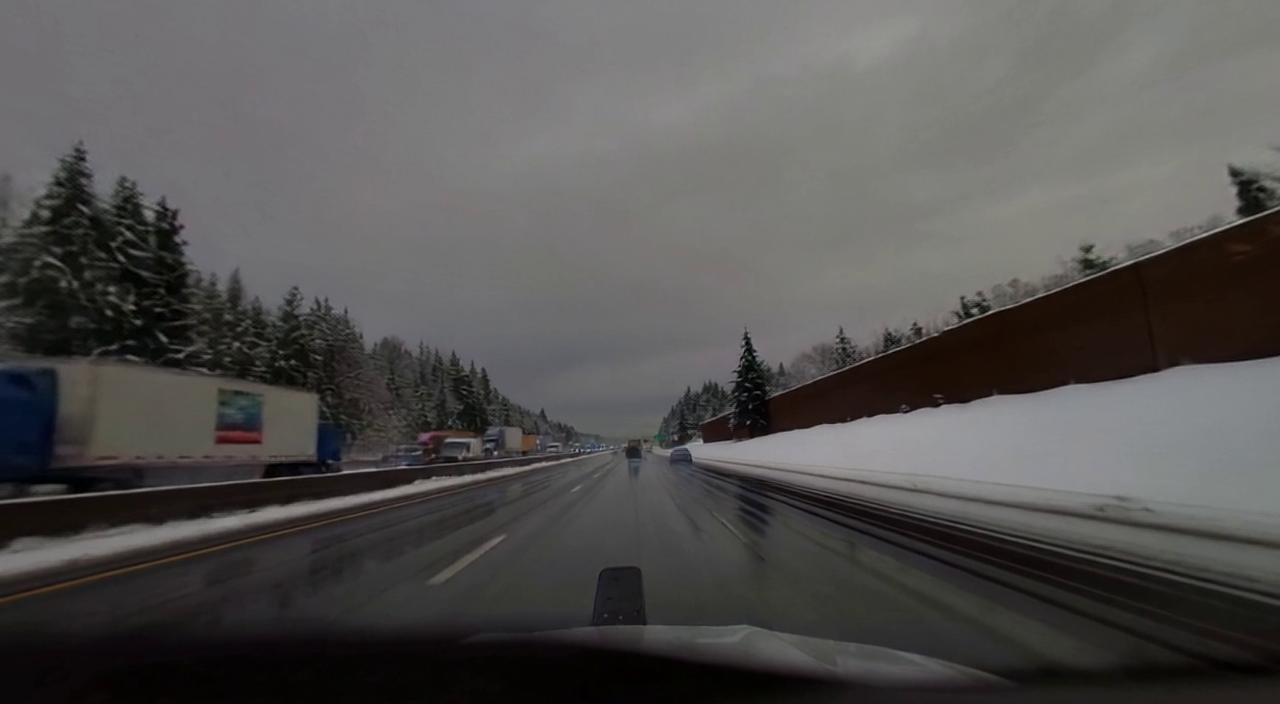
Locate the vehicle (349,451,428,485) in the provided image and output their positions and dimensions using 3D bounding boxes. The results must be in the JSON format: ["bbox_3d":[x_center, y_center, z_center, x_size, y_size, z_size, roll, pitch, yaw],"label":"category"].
[{"bbox_3d":[-11.547,5.331,29.275,1.945,1.439,4.329,0,-9,0],"label":"vehicle"}]

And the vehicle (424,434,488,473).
[{"bbox_3d":[-11.615,6.459,40.242,2.341,2.308,5.443,0,-9,1],"label":"vehicle"}]

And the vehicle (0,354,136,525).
[{"bbox_3d":[-16.598,2.181,15.607,2.996,3.982,5.952,0,-9,1],"label":"vehicle"}]

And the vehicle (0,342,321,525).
[{"bbox_3d":[-16.544,3.021,22.215,2.959,4.369,14.440,0,-9,0],"label":"vehicle"}]
